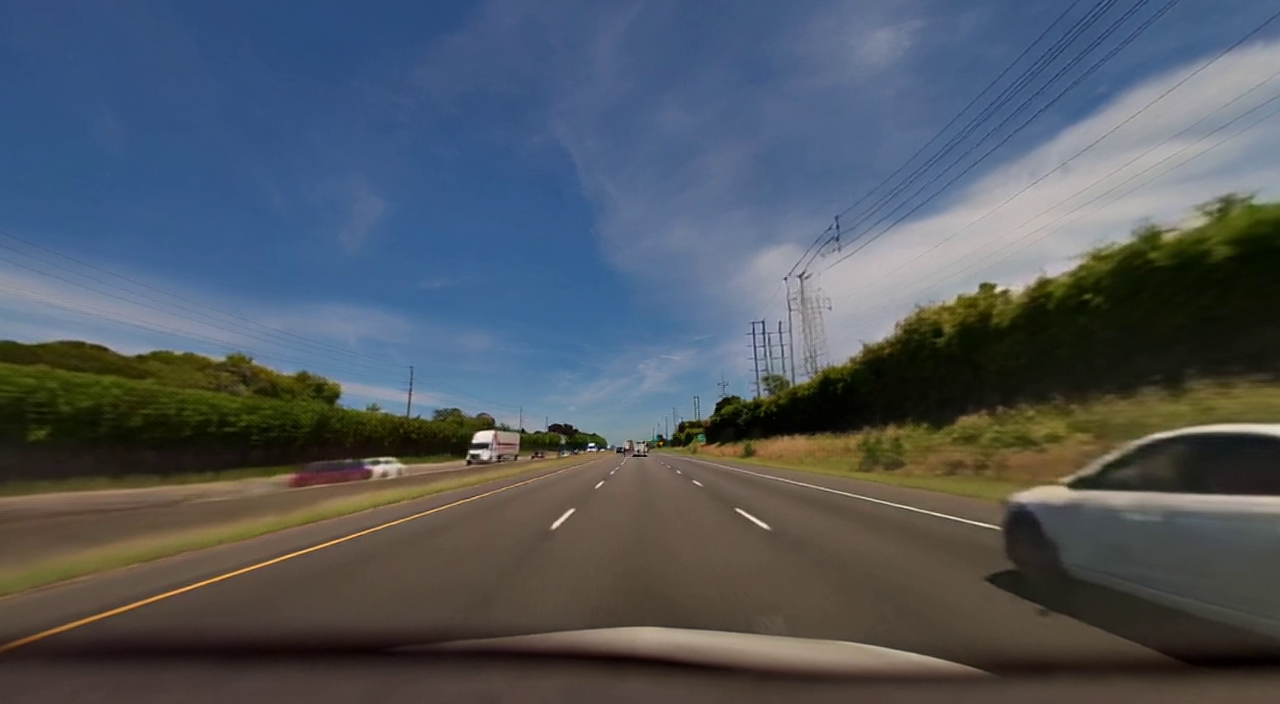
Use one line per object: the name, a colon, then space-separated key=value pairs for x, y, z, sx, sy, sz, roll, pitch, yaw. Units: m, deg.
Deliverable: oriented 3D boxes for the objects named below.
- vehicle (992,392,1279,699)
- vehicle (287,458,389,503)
vehicle: x=4.322 y=1.065 z=3.697 sx=2.054 sy=1.565 sz=4.089 roll=0 pitch=-9 yaw=-1
vehicle: x=-11.398 y=4.862 z=24.002 sx=1.885 sy=1.469 sz=4.099 roll=0 pitch=-9 yaw=-1
